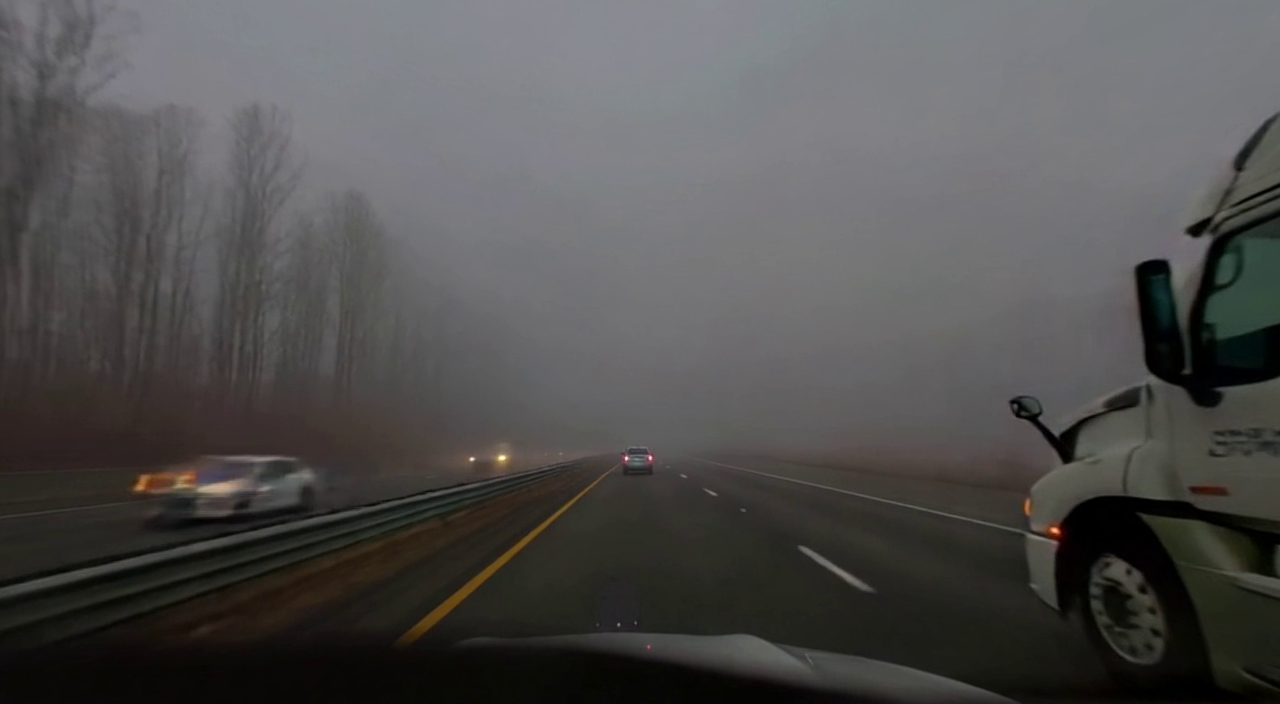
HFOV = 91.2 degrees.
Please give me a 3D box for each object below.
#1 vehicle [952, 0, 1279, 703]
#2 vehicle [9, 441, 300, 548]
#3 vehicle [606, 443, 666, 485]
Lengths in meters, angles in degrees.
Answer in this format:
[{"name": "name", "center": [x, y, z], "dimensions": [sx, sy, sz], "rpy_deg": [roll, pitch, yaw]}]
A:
[{"name": "vehicle", "center": [4.405, -0.273, 2.180], "dimensions": [3.351, 3.699, 5.995], "rpy_deg": [0, -9, -1]}, {"name": "vehicle", "center": [-8.699, 2.543, 11.925], "dimensions": [1.957, 1.603, 4.476], "rpy_deg": [0, -9, 0]}, {"name": "vehicle", "center": [-0.188, 4.499, 25.391], "dimensions": [2.244, 1.506, 4.097], "rpy_deg": [0, -9, -1]}]
